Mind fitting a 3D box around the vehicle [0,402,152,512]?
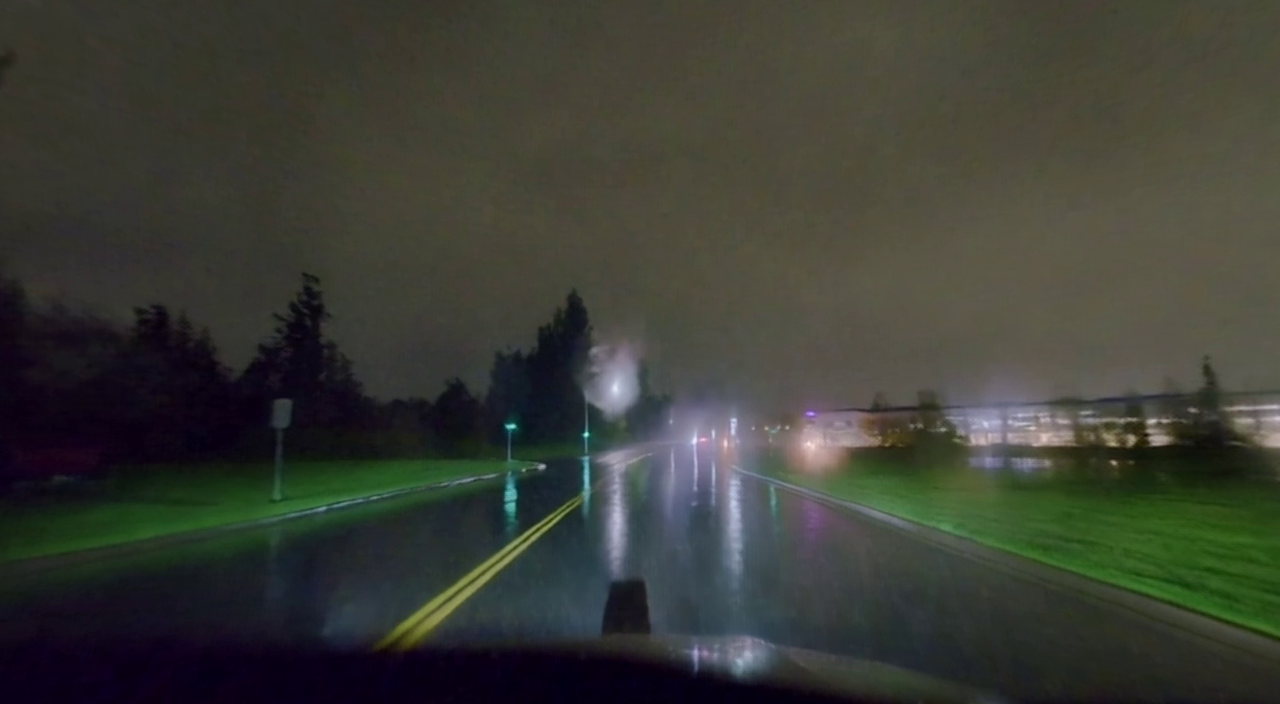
[{"bbox_3d":[-11.985,2.062,12.559,2.244,1.796,5.170,6,-11,-24],"label":"vehicle"}]
